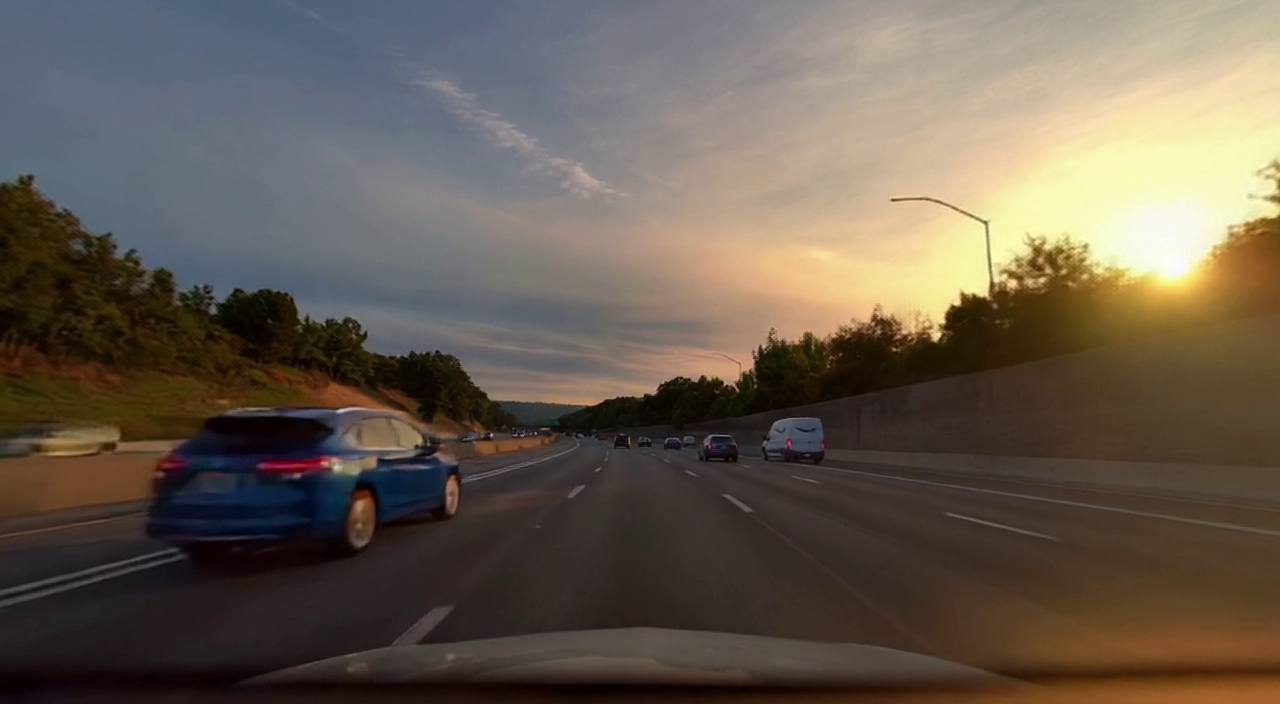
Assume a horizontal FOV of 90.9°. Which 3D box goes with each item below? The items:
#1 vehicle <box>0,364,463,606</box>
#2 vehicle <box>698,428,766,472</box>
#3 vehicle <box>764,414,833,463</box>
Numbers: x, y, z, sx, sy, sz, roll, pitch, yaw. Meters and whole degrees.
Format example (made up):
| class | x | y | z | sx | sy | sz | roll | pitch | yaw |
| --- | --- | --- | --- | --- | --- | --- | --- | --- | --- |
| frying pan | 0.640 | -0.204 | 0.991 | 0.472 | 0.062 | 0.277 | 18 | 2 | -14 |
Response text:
| class | x | y | z | sx | sy | sz | roll | pitch | yaw |
| --- | --- | --- | --- | --- | --- | --- | --- | --- | --- |
| vehicle | -4.277 | 1.451 | 7.895 | 2.331 | 1.884 | 5.787 | 0 | -8 | 1 |
| vehicle | 3.819 | 4.164 | 26.995 | 2.141 | 1.732 | 4.279 | 0 | -8 | -2 |
| vehicle | 9.838 | 5.492 | 39.886 | 2.274 | 2.802 | 6.802 | 0 | -8 | -3 |
